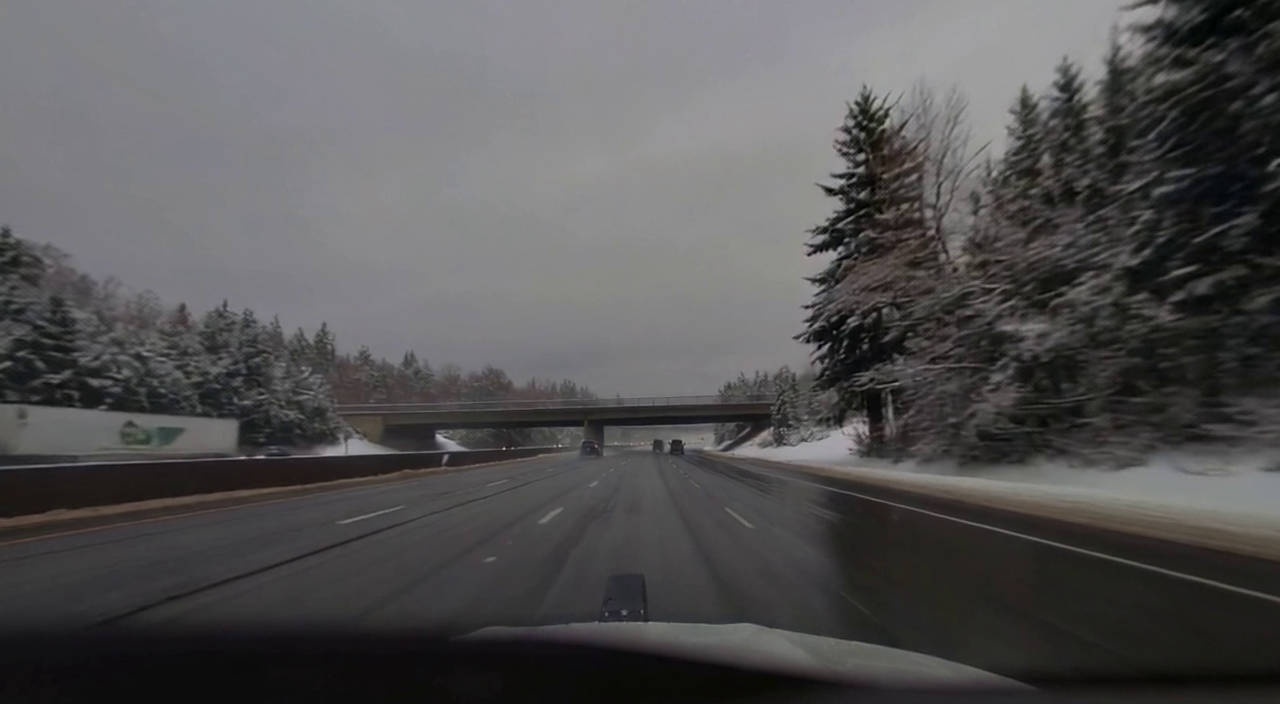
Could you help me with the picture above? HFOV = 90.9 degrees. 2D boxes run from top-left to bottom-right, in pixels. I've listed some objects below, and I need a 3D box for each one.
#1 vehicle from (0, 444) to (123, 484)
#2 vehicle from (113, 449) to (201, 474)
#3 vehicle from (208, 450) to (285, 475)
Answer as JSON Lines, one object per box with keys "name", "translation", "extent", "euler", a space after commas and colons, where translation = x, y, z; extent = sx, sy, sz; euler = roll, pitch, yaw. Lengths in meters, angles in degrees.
{"name": "vehicle", "translation": [-28.500, 5.437, 30.950], "extent": [1.970, 1.779, 4.958], "euler": [0, -9, 0]}
{"name": "vehicle", "translation": [-31.935, 7.227, 41.910], "extent": [1.861, 1.486, 4.847], "euler": [-1, -9, 2]}
{"name": "vehicle", "translation": [-24.259, 6.799, 39.055], "extent": [1.813, 1.465, 4.362], "euler": [-1, -9, 2]}
